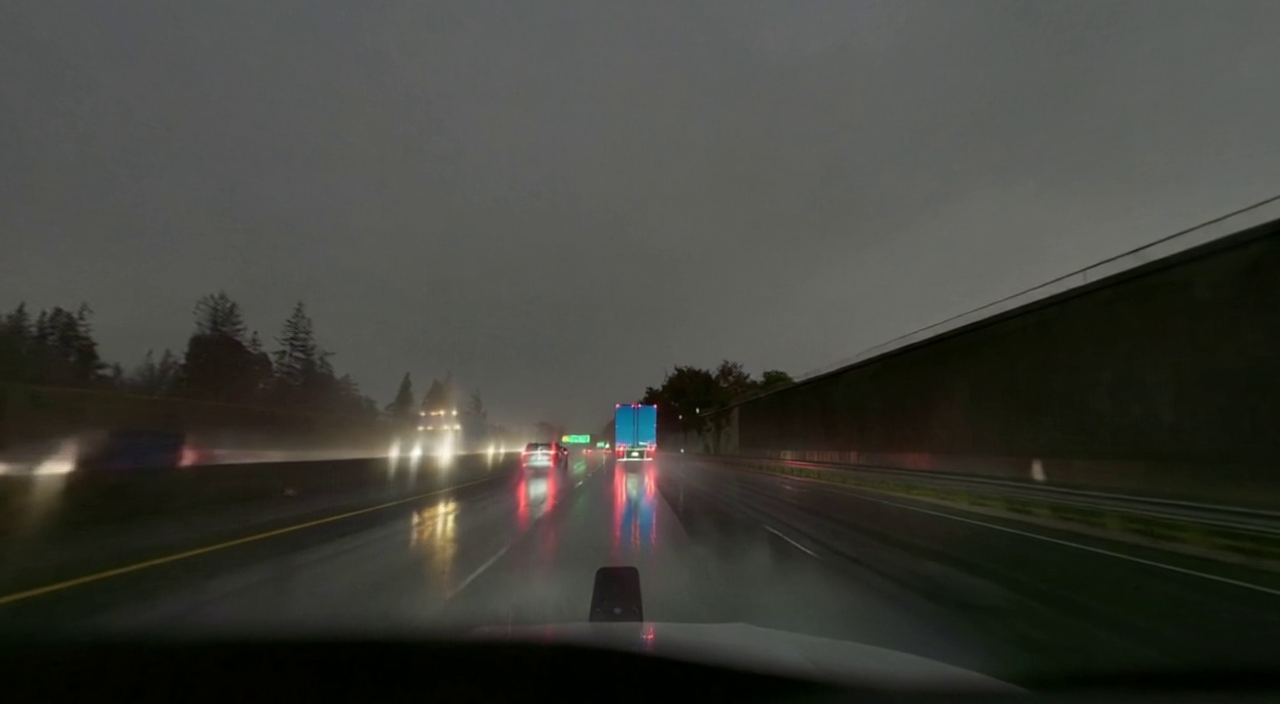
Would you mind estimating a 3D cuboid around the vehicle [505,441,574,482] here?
[{"bbox_3d":[-3.965,4.422,25.552,2.057,1.519,4.372,-1,-9,1],"label":"vehicle"}]

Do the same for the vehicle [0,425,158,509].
[{"bbox_3d":[-12.695,2.321,12.825,1.998,1.527,4.605,0,-9,0],"label":"vehicle"}]

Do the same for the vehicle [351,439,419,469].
[{"bbox_3d":[-13.774,5.550,34.163,1.876,1.486,4.508,0,-9,0],"label":"vehicle"}]
